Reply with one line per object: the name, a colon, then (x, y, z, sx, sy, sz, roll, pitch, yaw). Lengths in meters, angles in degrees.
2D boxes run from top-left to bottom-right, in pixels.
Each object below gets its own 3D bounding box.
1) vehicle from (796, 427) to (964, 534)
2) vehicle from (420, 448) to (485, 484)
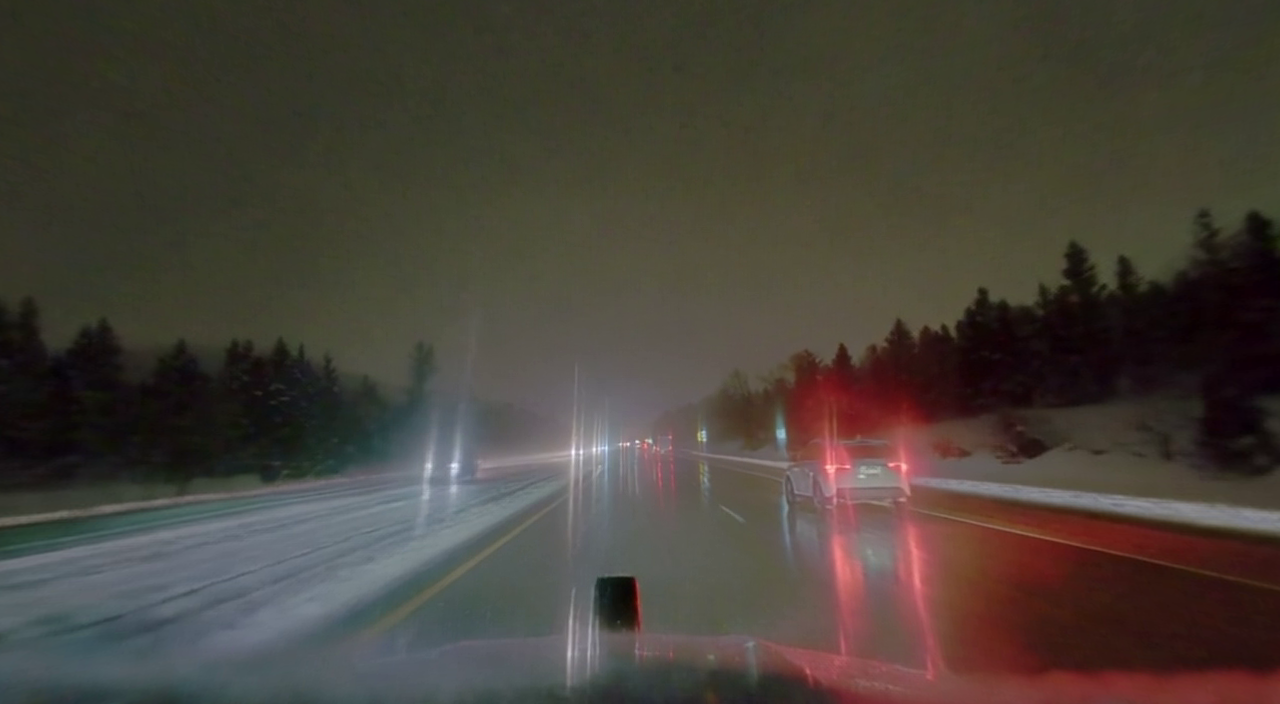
vehicle: (4.065, 2.220, 11.418, 2.001, 1.555, 4.098, -2, -9, 9)
vehicle: (-9.094, 5.546, 30.839, 1.963, 1.577, 4.320, 0, -9, -1)
